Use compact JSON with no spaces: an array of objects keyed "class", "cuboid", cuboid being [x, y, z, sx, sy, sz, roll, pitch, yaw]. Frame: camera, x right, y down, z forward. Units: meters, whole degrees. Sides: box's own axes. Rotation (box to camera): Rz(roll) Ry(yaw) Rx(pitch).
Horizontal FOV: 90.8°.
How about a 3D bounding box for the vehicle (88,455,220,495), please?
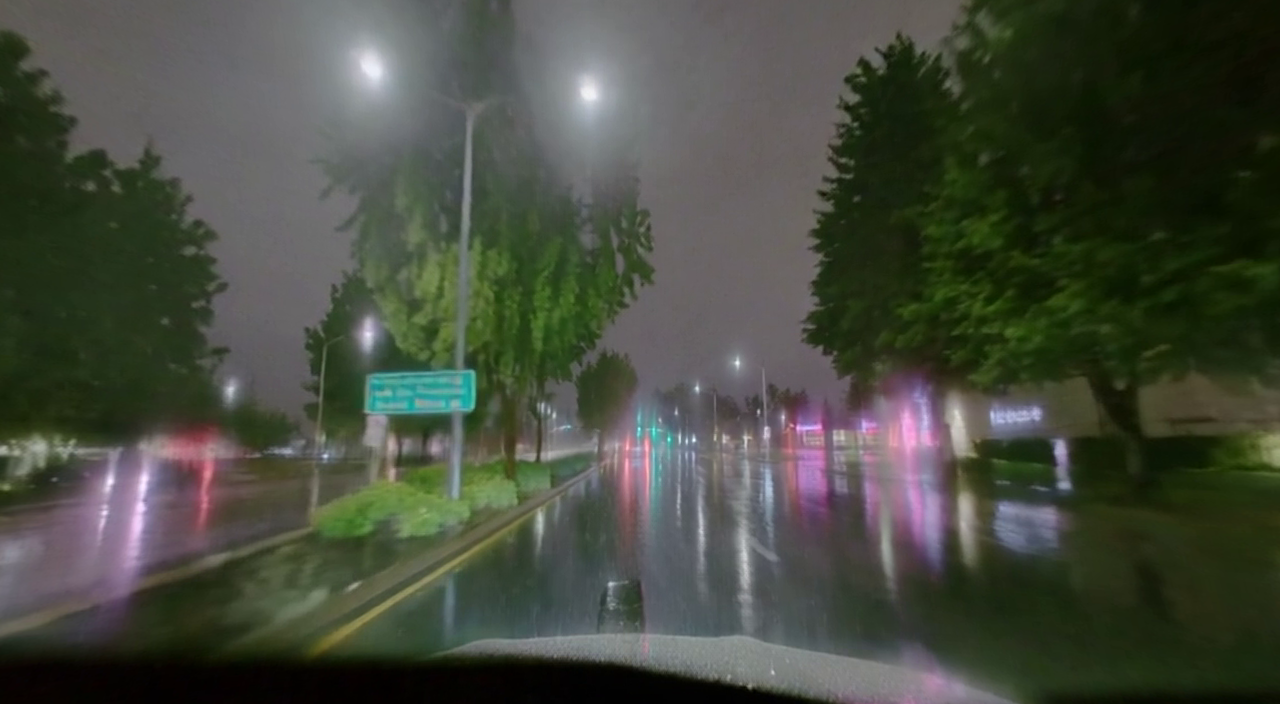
[{"class":"vehicle","cuboid":[-20.094,5.030,26.143,4.665,1.486,1.918,-3,-9,18]}]
